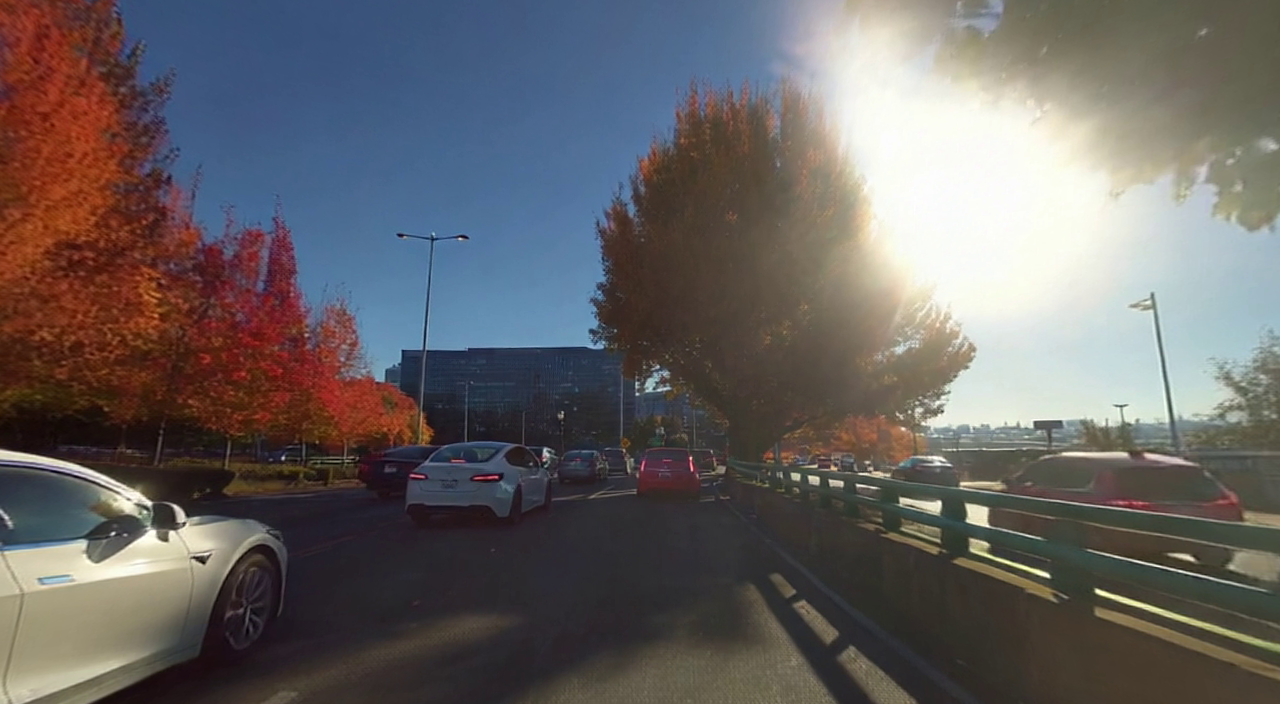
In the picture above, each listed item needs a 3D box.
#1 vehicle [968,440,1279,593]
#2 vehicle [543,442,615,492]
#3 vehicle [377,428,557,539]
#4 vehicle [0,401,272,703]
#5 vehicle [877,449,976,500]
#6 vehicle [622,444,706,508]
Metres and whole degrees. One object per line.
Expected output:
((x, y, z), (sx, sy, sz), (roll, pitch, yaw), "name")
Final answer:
((6.681, 2.118, 8.991), (1.768, 1.634, 4.064), (1, -9, 0), "vehicle")
((-2.154, 4.214, 23.491), (1.930, 1.635, 4.260), (0, -9, 5), "vehicle")
((-2.941, 2.351, 11.919), (1.979, 1.663, 4.513), (0, -9, 2), "vehicle")
((-3.488, 0.878, 2.038), (1.921, 1.503, 4.317), (0, -9, 1), "vehicle")
((11.394, 4.856, 25.478), (2.121, 1.777, 4.755), (0, -9, 5), "vehicle")
((0.692, 3.299, 17.275), (2.015, 1.506, 4.276), (0, -9, 3), "vehicle")
